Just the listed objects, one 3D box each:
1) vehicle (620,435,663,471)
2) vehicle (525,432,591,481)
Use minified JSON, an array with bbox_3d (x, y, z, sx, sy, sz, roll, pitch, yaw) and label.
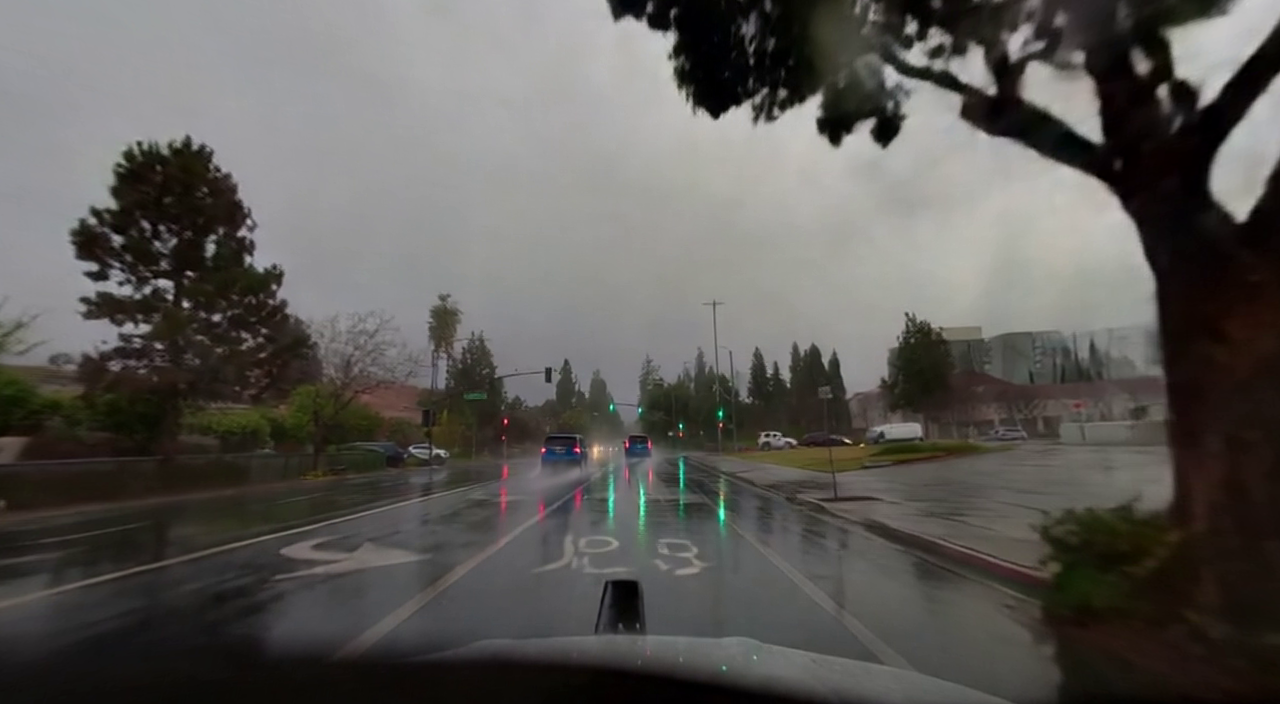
[{"bbox_3d":[0.031,5.232,32.945,2.088,1.735,4.801,0,-8,-1],"label":"vehicle"},{"bbox_3d":[-3.154,4.128,25.216,2.097,1.755,4.336,0,-8,0],"label":"vehicle"}]
